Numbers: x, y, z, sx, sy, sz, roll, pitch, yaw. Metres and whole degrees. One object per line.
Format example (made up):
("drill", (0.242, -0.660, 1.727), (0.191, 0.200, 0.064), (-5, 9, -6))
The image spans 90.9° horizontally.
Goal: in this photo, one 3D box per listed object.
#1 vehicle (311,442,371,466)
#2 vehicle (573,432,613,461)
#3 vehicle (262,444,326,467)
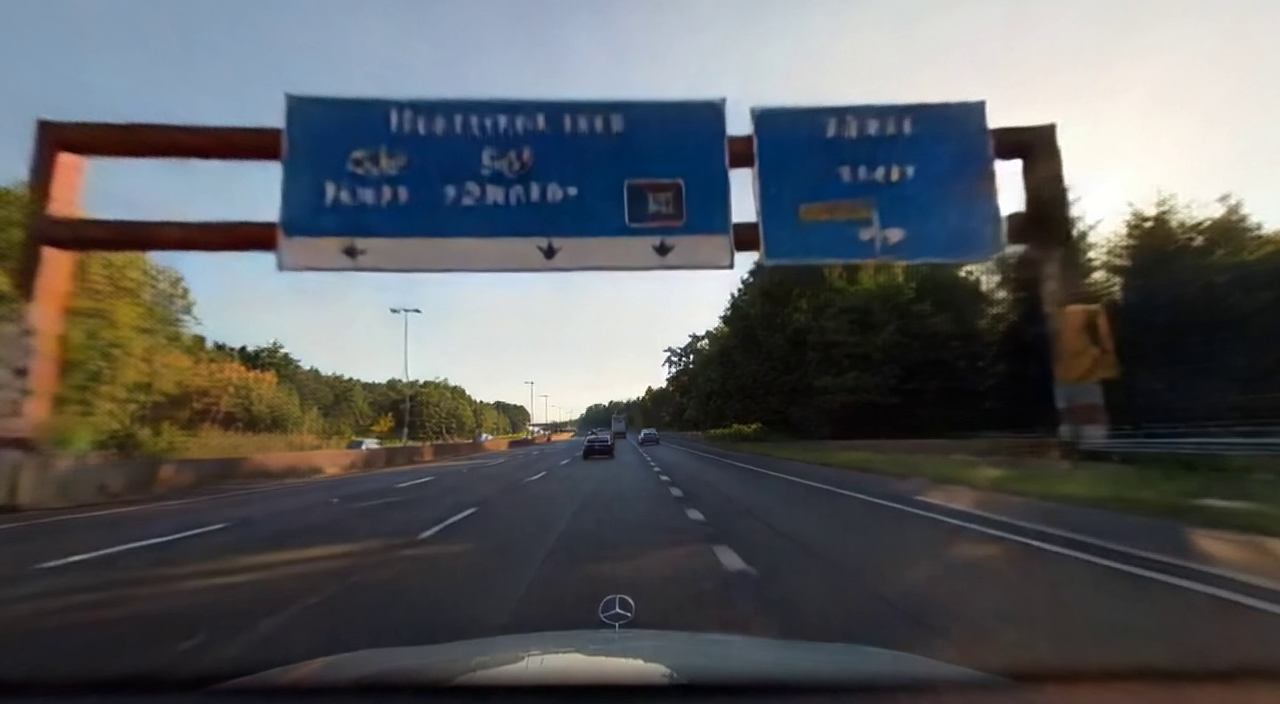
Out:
("vehicle", (-20.343, 6.927, 43.097), (2.002, 1.484, 4.481), (0, -8, -1))
("vehicle", (-2.516, 5.183, 34.720), (2.000, 1.491, 3.913), (0, -8, -2))
("vehicle", (-23.830, 7.134, 43.612), (1.960, 1.441, 4.473), (0, -8, -1))
